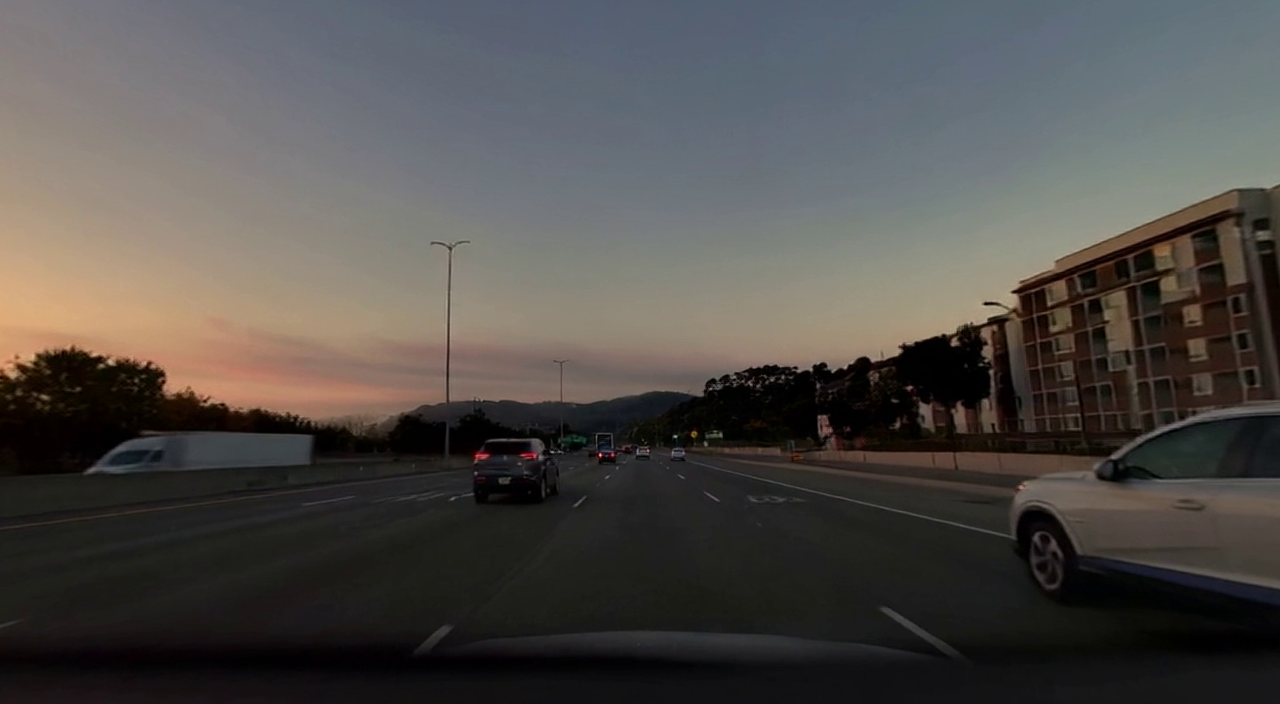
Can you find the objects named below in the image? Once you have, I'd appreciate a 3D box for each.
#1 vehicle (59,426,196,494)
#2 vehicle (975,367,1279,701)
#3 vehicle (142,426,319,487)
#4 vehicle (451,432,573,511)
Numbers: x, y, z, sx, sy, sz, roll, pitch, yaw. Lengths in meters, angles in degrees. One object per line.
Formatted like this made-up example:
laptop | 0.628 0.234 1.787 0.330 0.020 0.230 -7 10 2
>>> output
vehicle | -31.076 6.554 38.592 3.060 3.727 5.991 0 -9 1
vehicle | 4.433 1.033 3.844 2.170 1.733 4.631 0 -9 0
vehicle | -31.104 8.107 49.649 2.891 3.951 16.525 0 -9 0
vehicle | -3.107 3.025 16.443 2.075 1.721 4.763 0 -9 1
